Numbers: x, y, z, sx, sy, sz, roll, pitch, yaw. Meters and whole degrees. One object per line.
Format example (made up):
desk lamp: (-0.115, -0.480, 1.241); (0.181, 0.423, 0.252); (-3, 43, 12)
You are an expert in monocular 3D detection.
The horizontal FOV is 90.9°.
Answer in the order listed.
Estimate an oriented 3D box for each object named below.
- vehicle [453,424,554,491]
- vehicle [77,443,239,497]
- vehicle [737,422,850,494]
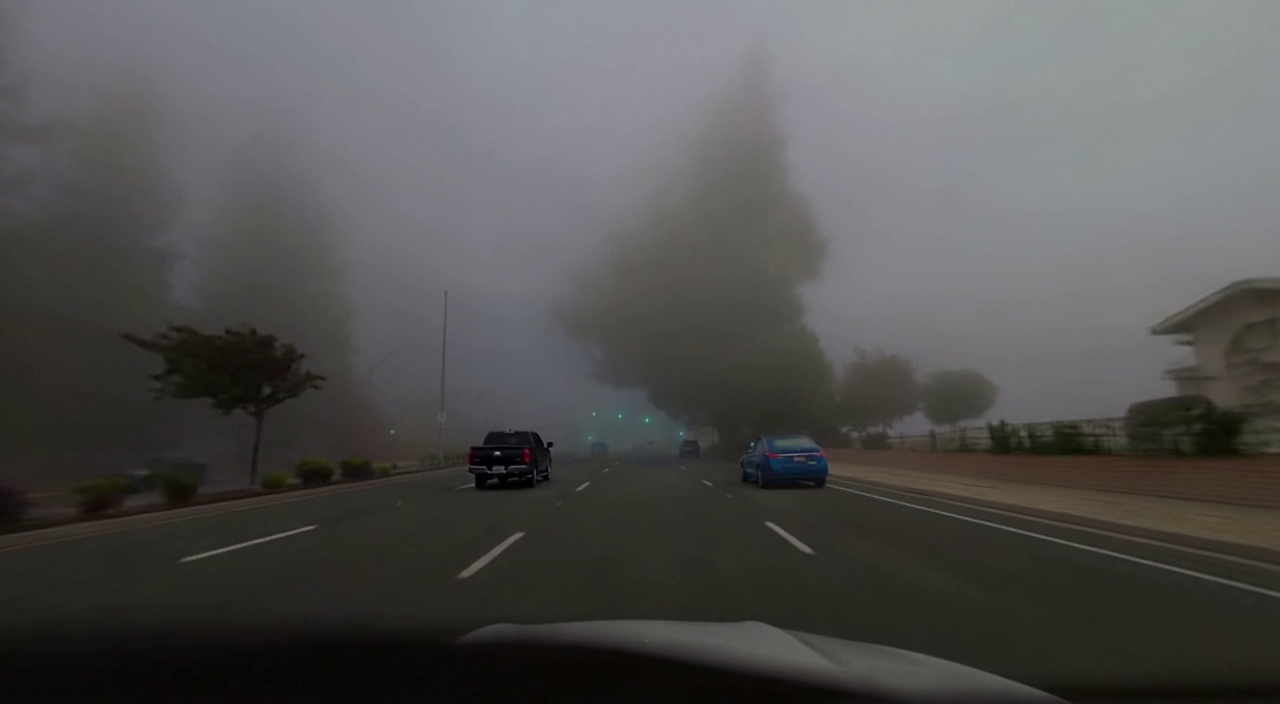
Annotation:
vehicle: (-3.931, 3.150, 19.090); (2.002, 1.747, 4.728); (0, -8, 0)
vehicle: (-17.277, 4.197, 23.004); (2.059, 1.743, 4.779); (0, -8, 1)
vehicle: (4.117, 2.930, 17.742); (2.016, 1.736, 4.356); (0, -8, -1)
